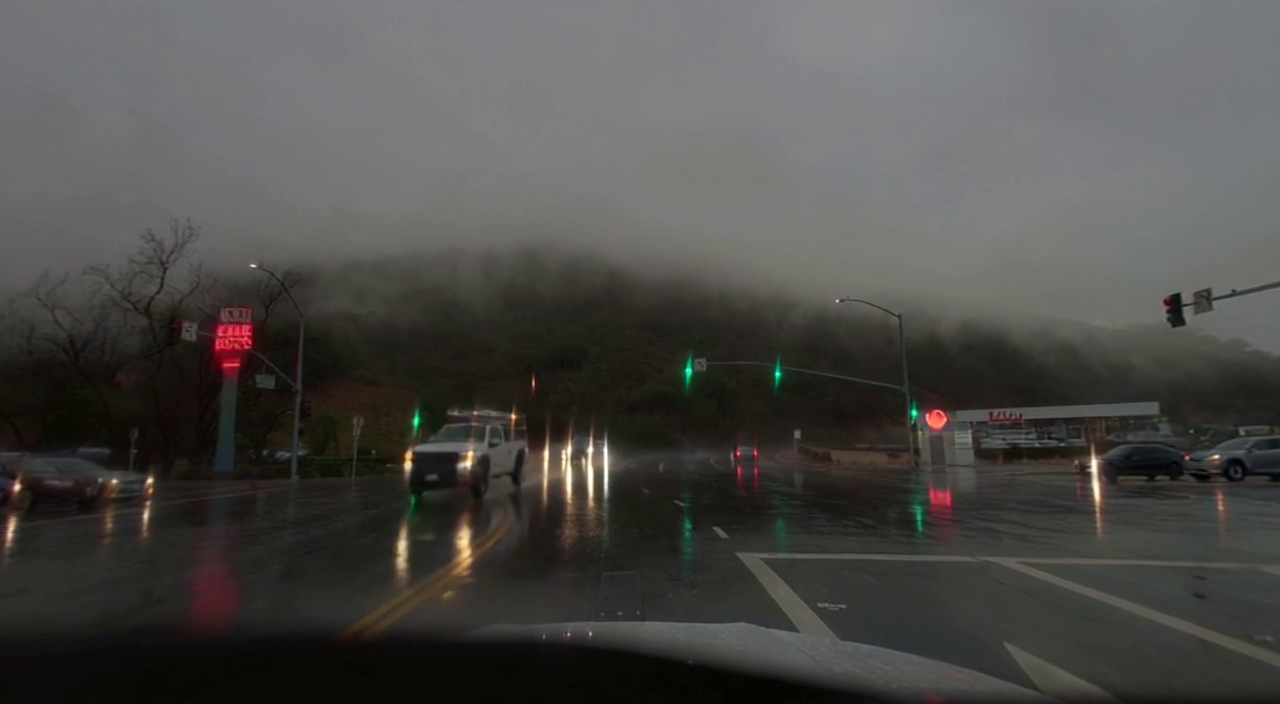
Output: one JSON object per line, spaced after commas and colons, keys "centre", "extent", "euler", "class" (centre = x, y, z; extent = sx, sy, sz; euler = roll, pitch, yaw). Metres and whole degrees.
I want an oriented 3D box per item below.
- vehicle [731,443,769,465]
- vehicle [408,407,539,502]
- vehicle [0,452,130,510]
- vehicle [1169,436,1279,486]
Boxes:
{"centre": [8.492, 7.903, 48.933], "extent": [1.911, 1.594, 4.378], "euler": [0, -9, -3], "class": "vehicle"}
{"centre": [-4.409, 2.831, 17.710], "extent": [2.196, 2.264, 5.206], "euler": [0, -8, 1], "class": "vehicle"}
{"centre": [-19.786, 4.173, 20.555], "extent": [4.440, 1.748, 2.033], "euler": [0, -9, 1], "class": "vehicle"}
{"centre": [25.070, 4.468, 26.041], "extent": [4.546, 1.944, 2.051], "euler": [1, -9, -5], "class": "vehicle"}
